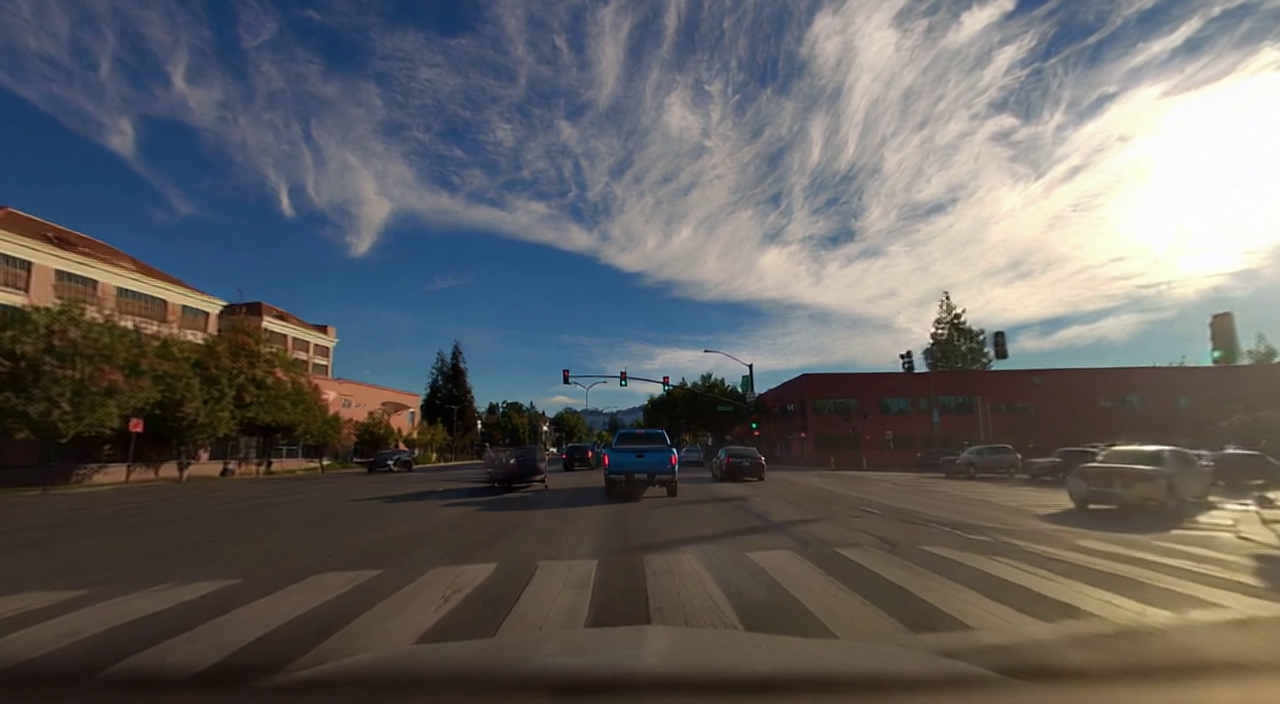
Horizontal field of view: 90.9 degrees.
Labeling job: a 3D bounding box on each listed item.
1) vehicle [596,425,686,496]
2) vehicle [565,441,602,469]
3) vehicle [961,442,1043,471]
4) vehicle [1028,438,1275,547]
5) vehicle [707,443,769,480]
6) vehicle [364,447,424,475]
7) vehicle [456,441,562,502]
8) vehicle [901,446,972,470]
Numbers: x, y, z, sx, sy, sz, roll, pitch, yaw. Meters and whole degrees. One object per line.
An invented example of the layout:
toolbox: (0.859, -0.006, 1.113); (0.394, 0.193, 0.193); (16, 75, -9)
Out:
vehicle: (0.031, 3.359, 19.935); (2.493, 1.934, 4.957); (0, -8, 0)
vehicle: (-3.654, 6.704, 41.213); (2.018, 1.700, 4.142); (0, -8, 0)
vehicle: (23.072, 6.606, 40.104); (4.786, 1.777, 2.248); (4, -10, -29)
vehicle: (10.147, 2.727, 13.117); (2.126, 1.820, 4.521); (-2, -9, 14)
vehicle: (4.288, 4.838, 28.198); (1.968, 1.472, 4.456); (0, -8, -1)
vehicle: (-15.852, 6.996, 40.911); (2.012, 1.674, 4.522); (0, -8, 1)
vehicle: (-3.518, 3.288, 17.875); (1.986, 1.465, 4.509); (0, -8, 1)
vehicle: (19.911, 7.069, 42.338); (4.417, 1.492, 1.943); (4, -9, -27)
